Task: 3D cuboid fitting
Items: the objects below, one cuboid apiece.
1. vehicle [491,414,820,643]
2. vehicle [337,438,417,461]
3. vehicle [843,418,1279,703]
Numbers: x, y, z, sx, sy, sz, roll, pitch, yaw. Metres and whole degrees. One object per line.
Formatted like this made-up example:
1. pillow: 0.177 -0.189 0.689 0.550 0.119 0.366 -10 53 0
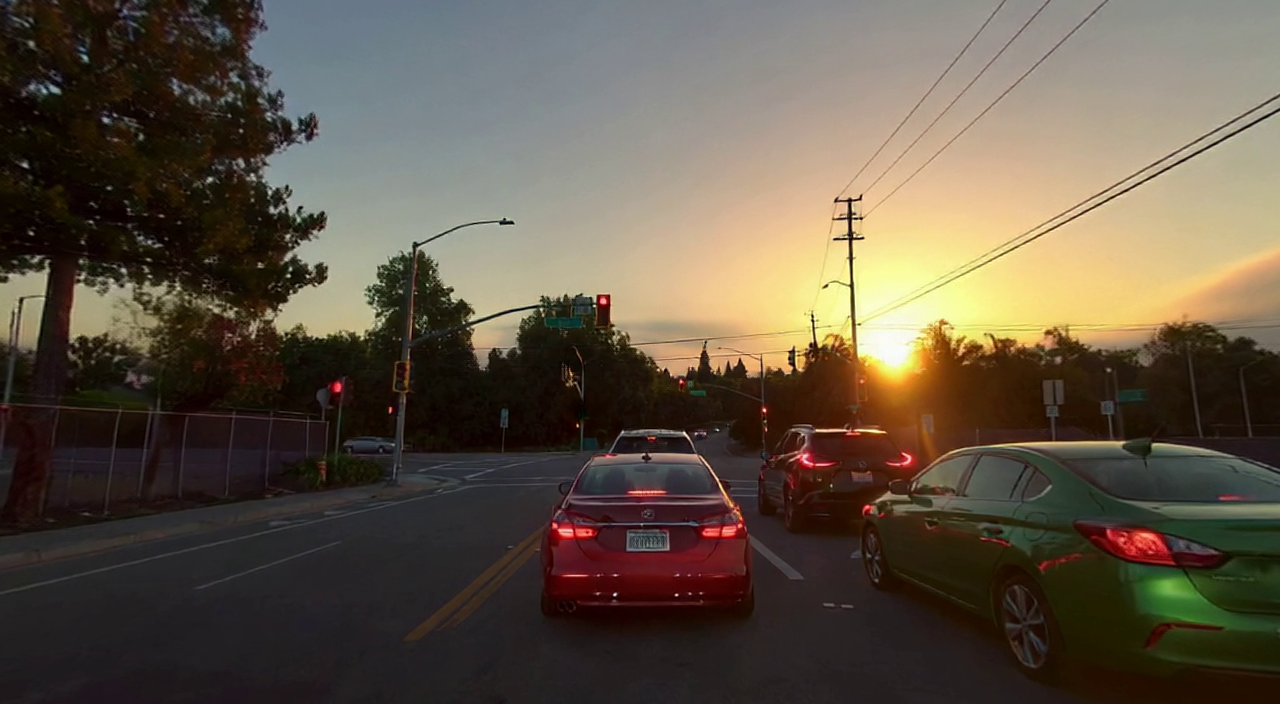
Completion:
1. vehicle: 0.064 1.488 6.423 2.170 1.497 4.369 0 -8 -1
2. vehicle: -17.243 6.411 41.466 4.406 1.458 1.892 -1 -8 7
3. vehicle: 3.092 1.245 4.135 2.027 1.432 4.431 0 -8 0
